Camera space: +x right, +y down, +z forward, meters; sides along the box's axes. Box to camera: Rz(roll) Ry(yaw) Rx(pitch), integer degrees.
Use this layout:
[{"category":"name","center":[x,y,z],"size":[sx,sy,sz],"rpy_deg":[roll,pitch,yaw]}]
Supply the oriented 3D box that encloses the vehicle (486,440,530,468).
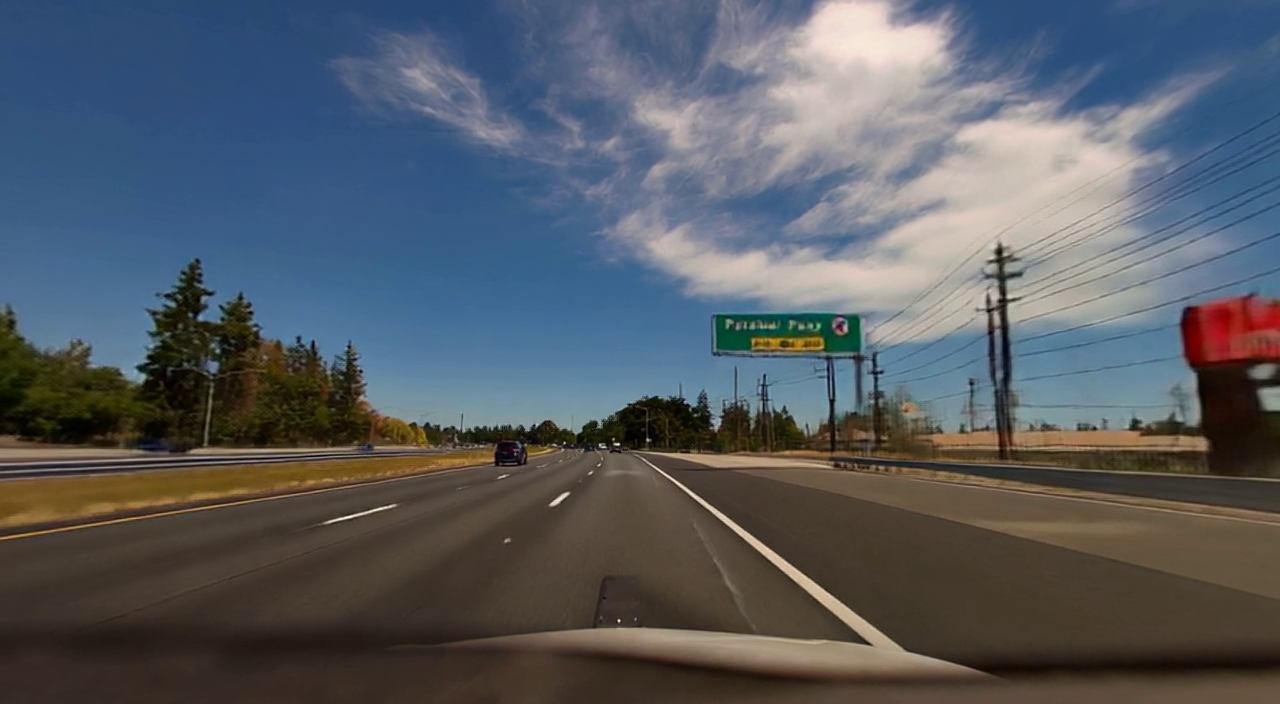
[{"category":"vehicle","center":[-8.599,6.683,41.572],"size":[2.053,1.682,4.423],"rpy_deg":[0,-8,-1]}]
